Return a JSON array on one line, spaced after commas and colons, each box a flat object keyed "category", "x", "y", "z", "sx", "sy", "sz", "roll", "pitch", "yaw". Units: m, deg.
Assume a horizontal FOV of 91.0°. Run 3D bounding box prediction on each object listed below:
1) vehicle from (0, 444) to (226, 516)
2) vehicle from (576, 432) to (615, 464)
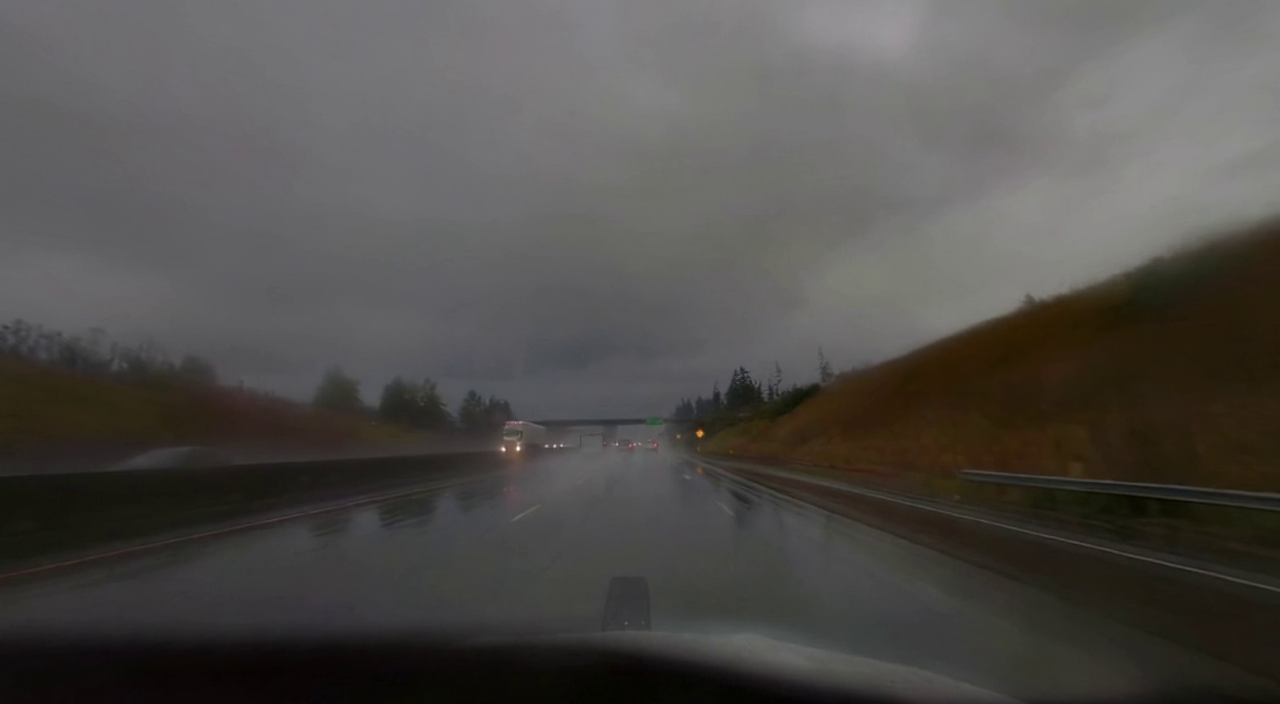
[{"category": "vehicle", "x": -12.895, "y": 3.070, "z": 15.736, "sx": 1.911, "sy": 1.515, "sz": 4.508, "roll": 0, "pitch": -8, "yaw": 1}, {"category": "vehicle", "x": -3.002, "y": 6.602, "z": 43.355, "sx": 2.286, "sy": 2.011, "sz": 4.452, "roll": 0, "pitch": -8, "yaw": 2}]
